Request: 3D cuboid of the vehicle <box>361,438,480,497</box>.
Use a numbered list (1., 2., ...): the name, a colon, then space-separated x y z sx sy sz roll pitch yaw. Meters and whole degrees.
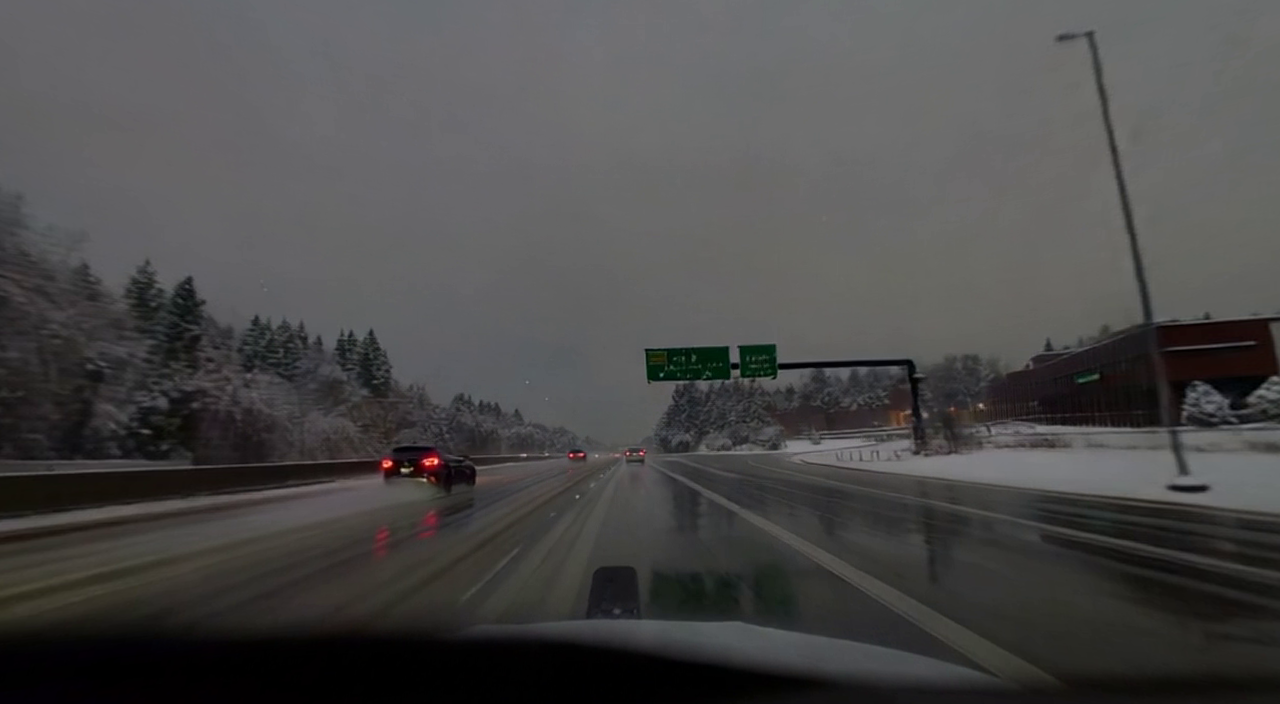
1. vehicle: -6.693 3.572 19.948 2.016 1.606 4.806 0 -9 0
